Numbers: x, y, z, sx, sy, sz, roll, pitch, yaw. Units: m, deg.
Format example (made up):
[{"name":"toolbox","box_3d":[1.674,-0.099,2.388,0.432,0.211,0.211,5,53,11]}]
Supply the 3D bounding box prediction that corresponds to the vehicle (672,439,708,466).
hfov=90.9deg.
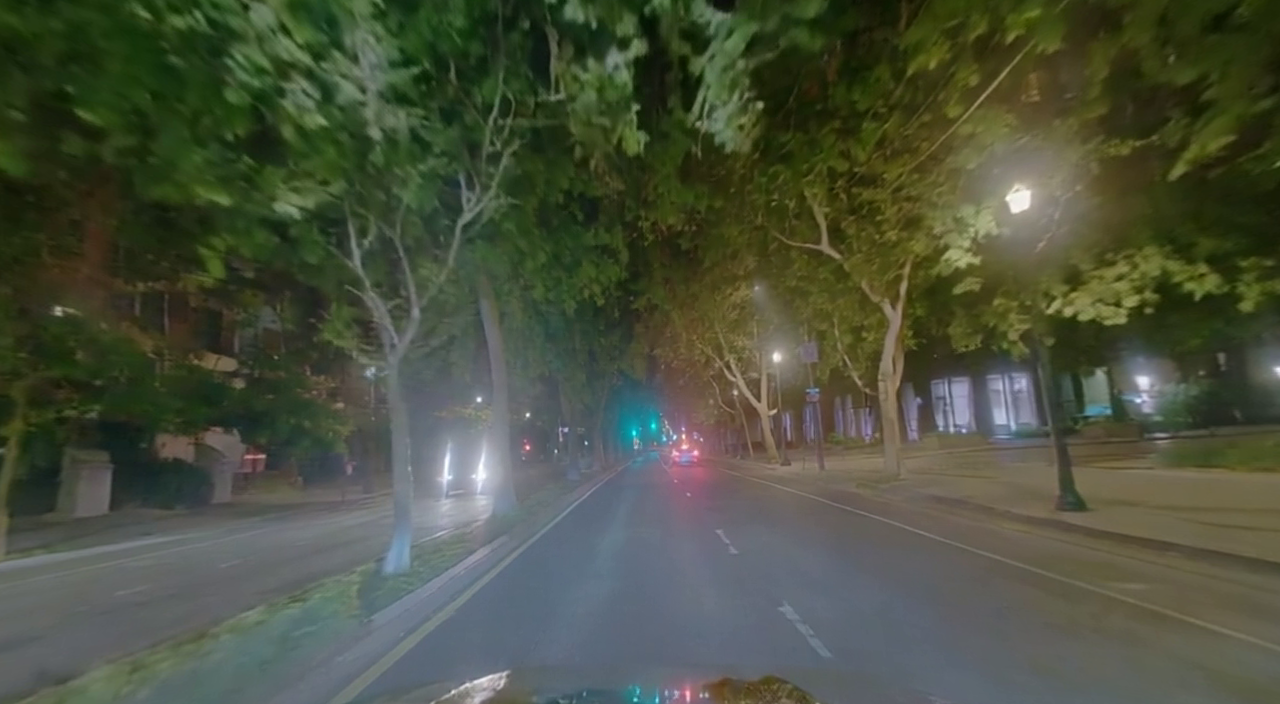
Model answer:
[{"name":"vehicle","box_3d":[3.309,6.799,42.574,2.129,1.719,4.205,0,-9,0]}]

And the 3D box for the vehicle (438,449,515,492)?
[{"name":"vehicle","box_3d":[-7.033,5.132,27.672,2.031,1.723,4.566,0,-9,1]}]
